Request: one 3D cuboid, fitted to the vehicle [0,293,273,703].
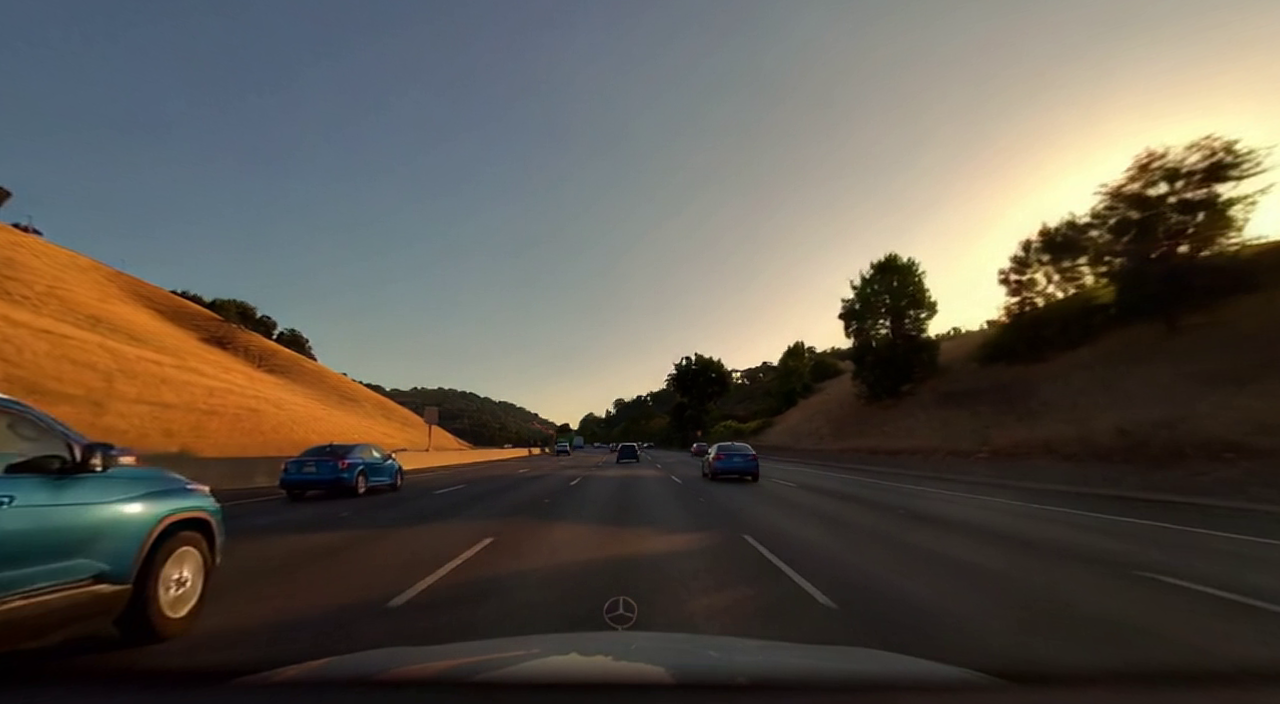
[{"bbox_3d":[-3.785,0.595,1.519,2.379,1.948,5.668,0,-8,0],"label":"vehicle"}]

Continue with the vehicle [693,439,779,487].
[{"bbox_3d":[3.180,3.797,22.009,2.120,1.492,4.734,0,-8,-1],"label":"vehicle"}]

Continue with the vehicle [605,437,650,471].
[{"bbox_3d":[-0.651,5.439,33.886,2.277,1.675,4.023,0,-8,-1],"label":"vehicle"}]

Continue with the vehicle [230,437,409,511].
[{"bbox_3d":[-7.581,2.908,15.634,1.922,1.508,4.816,0,-8,0],"label":"vehicle"}]
